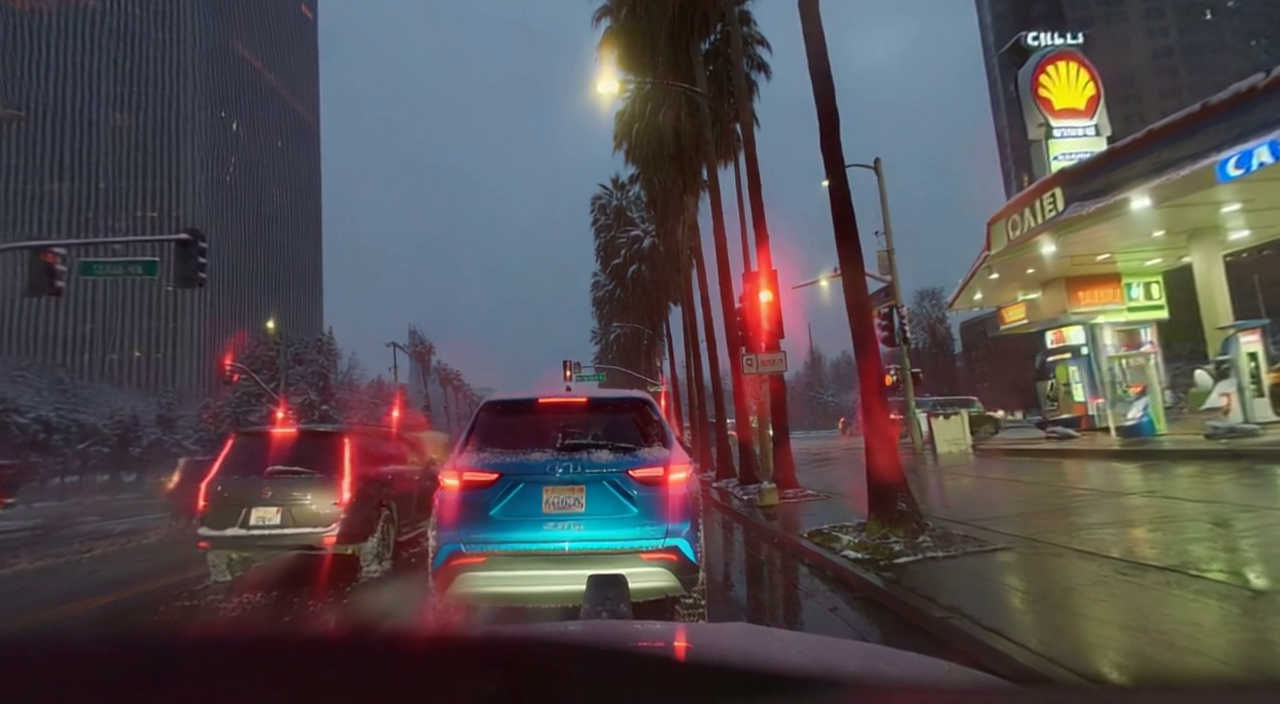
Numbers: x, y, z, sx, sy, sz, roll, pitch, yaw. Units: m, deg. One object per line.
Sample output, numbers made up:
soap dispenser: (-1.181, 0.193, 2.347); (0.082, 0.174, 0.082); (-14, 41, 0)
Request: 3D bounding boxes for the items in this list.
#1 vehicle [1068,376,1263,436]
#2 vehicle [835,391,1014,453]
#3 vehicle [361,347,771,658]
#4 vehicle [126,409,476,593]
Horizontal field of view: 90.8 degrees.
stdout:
vehicle: (18.775, 1.979, 22.790); (5.033, 1.999, 2.259); (0, -8, -3)
vehicle: (9.986, 2.501, 22.459); (5.307, 2.076, 2.122); (0, -8, -4)
vehicle: (-0.548, 1.269, 6.421); (2.519, 1.913, 4.819); (0, -8, -3)
vehicle: (-3.819, 1.756, 8.487); (2.097, 1.692, 5.030); (0, -8, -3)
